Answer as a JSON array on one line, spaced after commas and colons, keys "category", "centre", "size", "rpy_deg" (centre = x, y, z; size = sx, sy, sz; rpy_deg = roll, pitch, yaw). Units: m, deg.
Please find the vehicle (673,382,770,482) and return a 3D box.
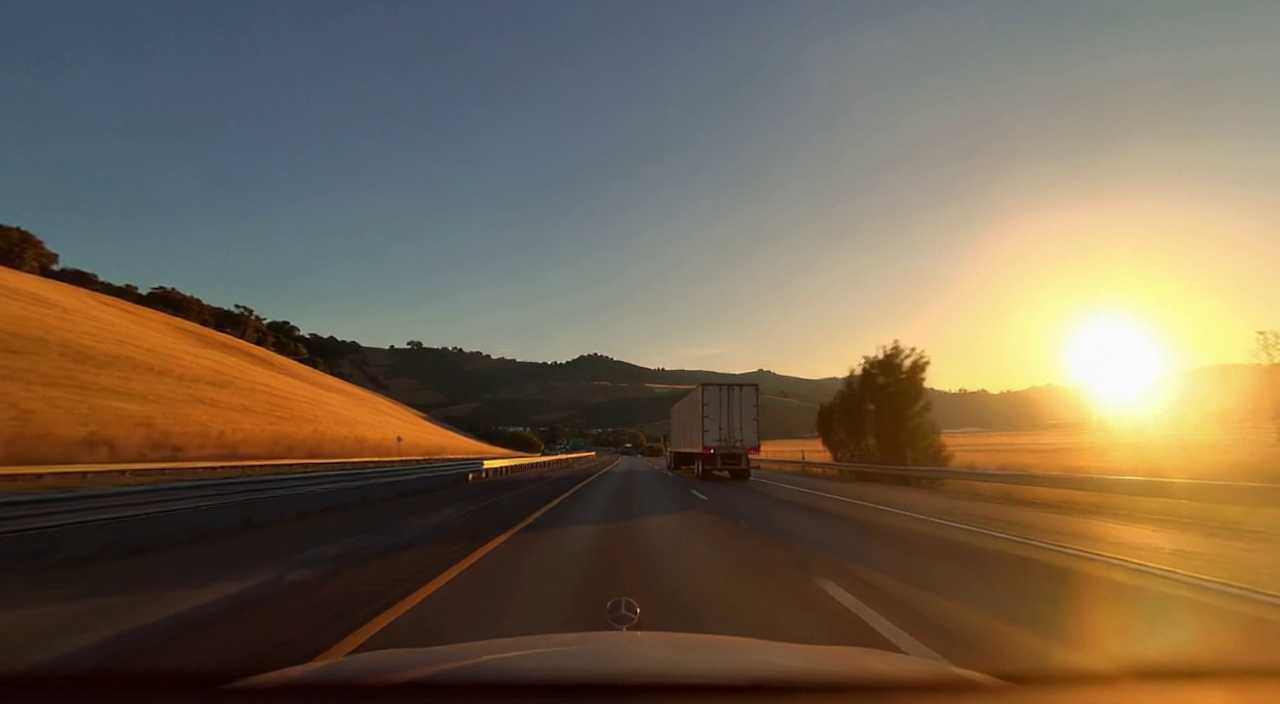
[{"category": "vehicle", "centre": [3.677, 4.312, 32.459], "size": [2.938, 4.076, 13.362], "rpy_deg": [0, -9, -1]}]
